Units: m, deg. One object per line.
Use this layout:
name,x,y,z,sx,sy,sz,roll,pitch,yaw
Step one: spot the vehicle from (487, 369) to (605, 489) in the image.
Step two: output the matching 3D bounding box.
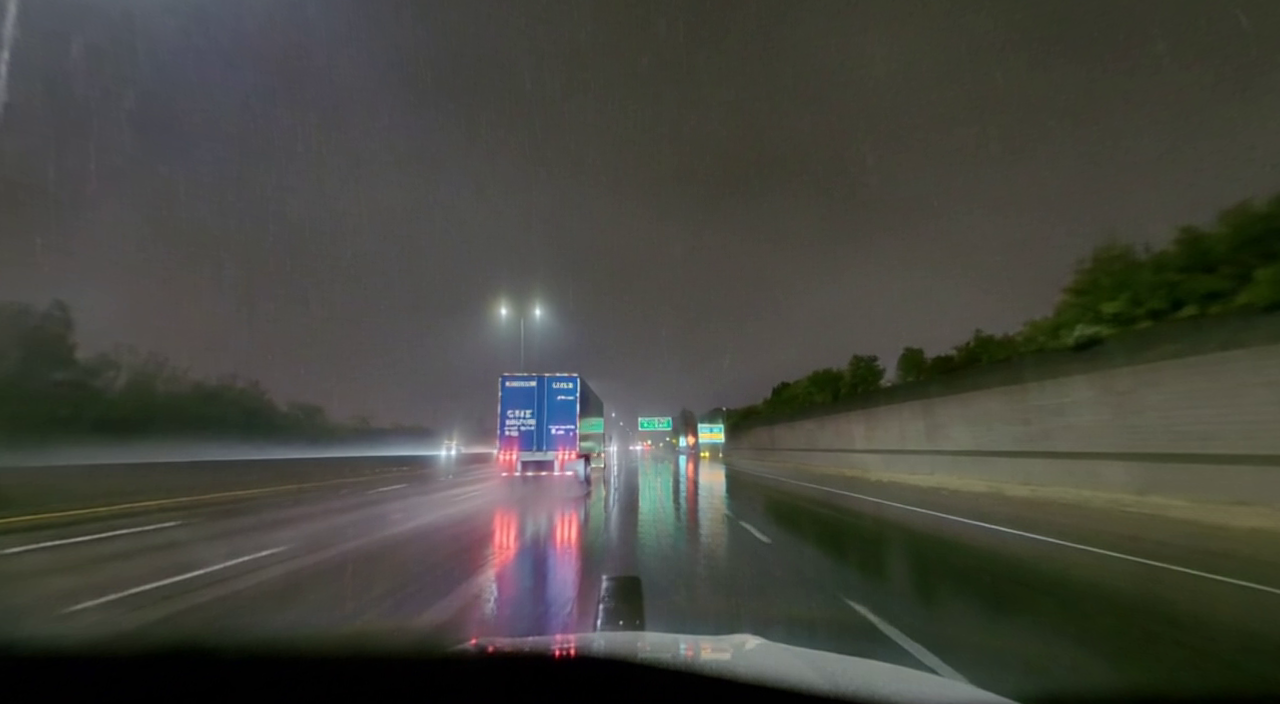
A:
vehicle,-3.405,3.367,26.450,3.059,3.956,11.036,0,-9,1
